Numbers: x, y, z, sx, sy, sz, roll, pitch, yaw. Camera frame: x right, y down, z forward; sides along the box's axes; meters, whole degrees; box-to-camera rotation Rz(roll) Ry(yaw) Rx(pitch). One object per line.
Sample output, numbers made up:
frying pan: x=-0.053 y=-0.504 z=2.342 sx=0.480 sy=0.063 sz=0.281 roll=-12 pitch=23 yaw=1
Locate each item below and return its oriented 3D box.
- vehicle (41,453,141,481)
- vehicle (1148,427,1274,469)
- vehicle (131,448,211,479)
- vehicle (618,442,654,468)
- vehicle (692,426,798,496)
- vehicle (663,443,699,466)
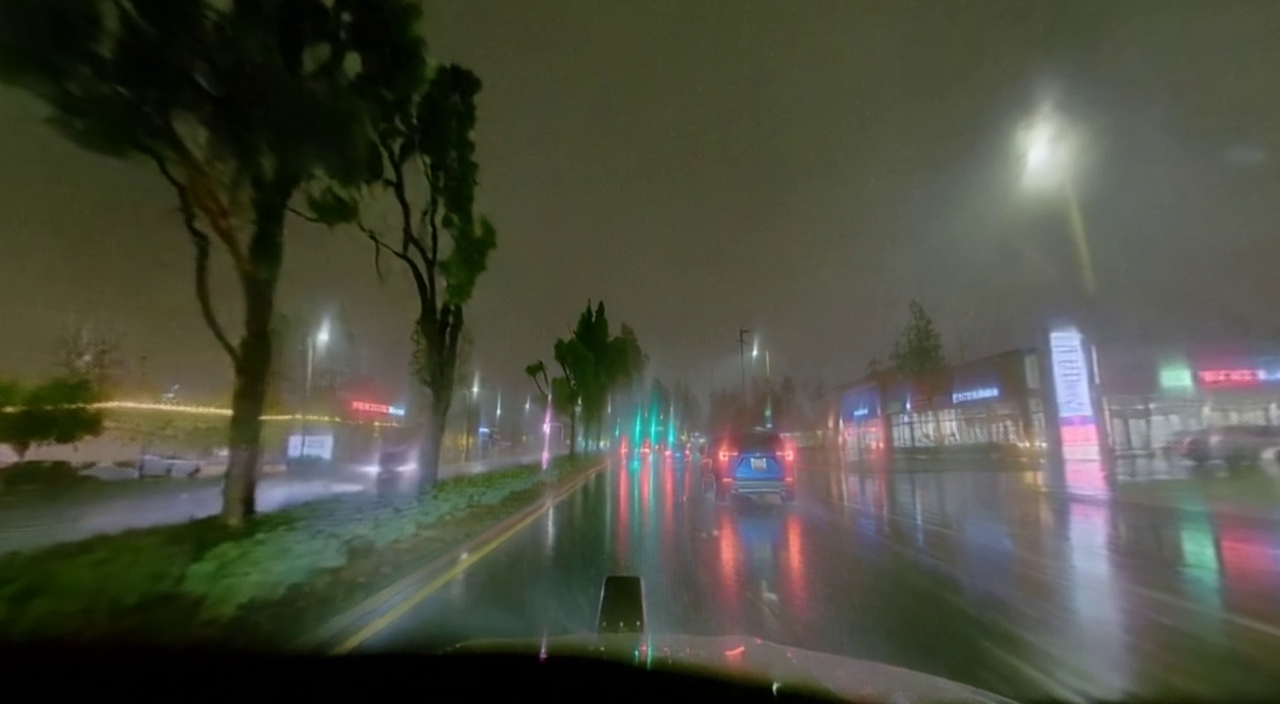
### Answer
vehicle: x=-31.914 y=6.676 z=36.925 sx=1.924 sy=1.430 sz=4.367 roll=0 pitch=-8 yaw=-1
vehicle: x=25.259 y=4.275 z=28.187 sx=1.788 sy=1.741 sz=4.278 roll=-1 pitch=-8 yaw=5
vehicle: x=-28.417 y=6.725 z=38.442 sx=1.897 sy=1.704 sz=4.153 roll=1 pitch=-8 yaw=-5
vehicle: x=-0.276 y=6.084 z=37.342 sx=2.056 sy=1.440 sz=3.798 roll=0 pitch=-8 yaw=-1
vehicle: x=2.961 y=3.196 z=18.959 sx=2.140 sy=1.811 sz=4.593 roll=0 pitch=-8 yaw=-3
vehicle: x=2.551 y=6.550 z=40.466 sx=1.970 sy=1.402 sz=3.756 roll=0 pitch=-8 yaw=-2
